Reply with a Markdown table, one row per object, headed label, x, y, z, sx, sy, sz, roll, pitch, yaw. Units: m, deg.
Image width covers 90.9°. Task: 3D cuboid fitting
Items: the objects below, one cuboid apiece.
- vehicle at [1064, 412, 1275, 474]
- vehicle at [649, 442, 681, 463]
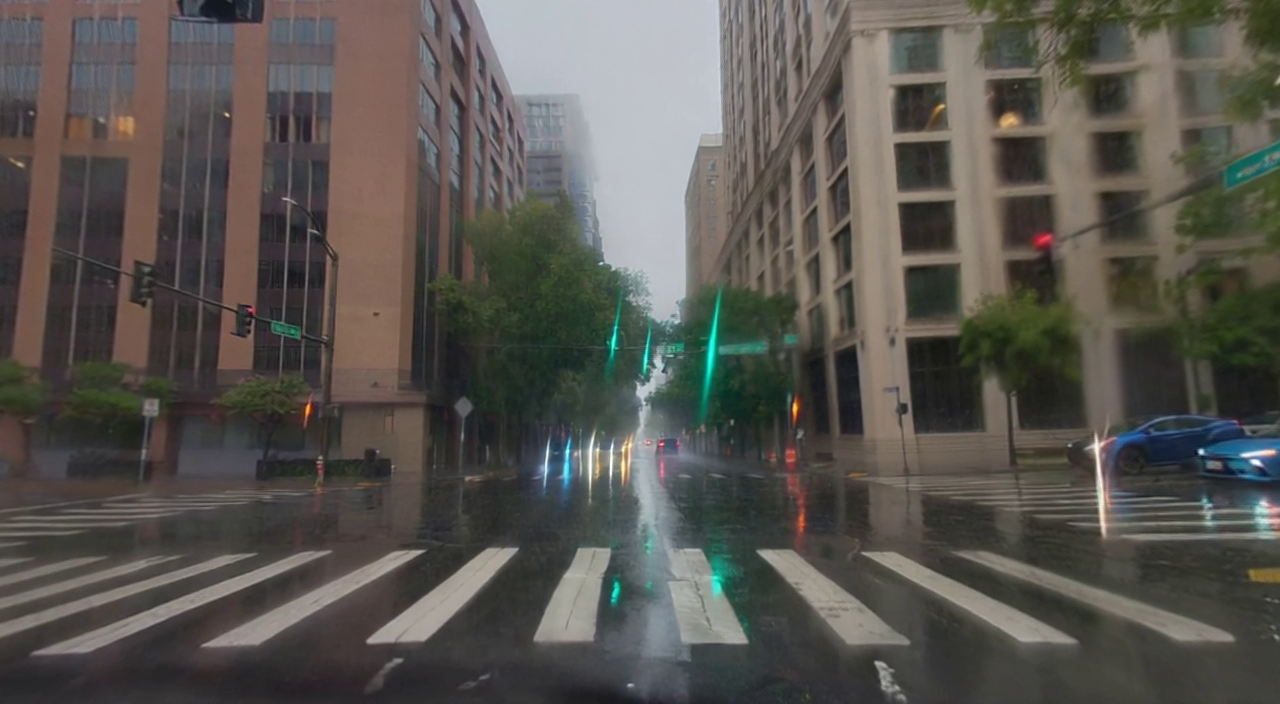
| label | x | y | z | sx | sy | sz | roll | pitch | yaw |
| --- | --- | --- | --- | --- | --- | --- | --- | --- | --- |
| vehicle | 16.921 | 2.943 | 20.400 | 4.802 | 1.860 | 2.146 | 0 | -8 | 0 |
| vehicle | 1.814 | 7.583 | 47.830 | 2.039 | 1.470 | 4.355 | 0 | -8 | -3 |
